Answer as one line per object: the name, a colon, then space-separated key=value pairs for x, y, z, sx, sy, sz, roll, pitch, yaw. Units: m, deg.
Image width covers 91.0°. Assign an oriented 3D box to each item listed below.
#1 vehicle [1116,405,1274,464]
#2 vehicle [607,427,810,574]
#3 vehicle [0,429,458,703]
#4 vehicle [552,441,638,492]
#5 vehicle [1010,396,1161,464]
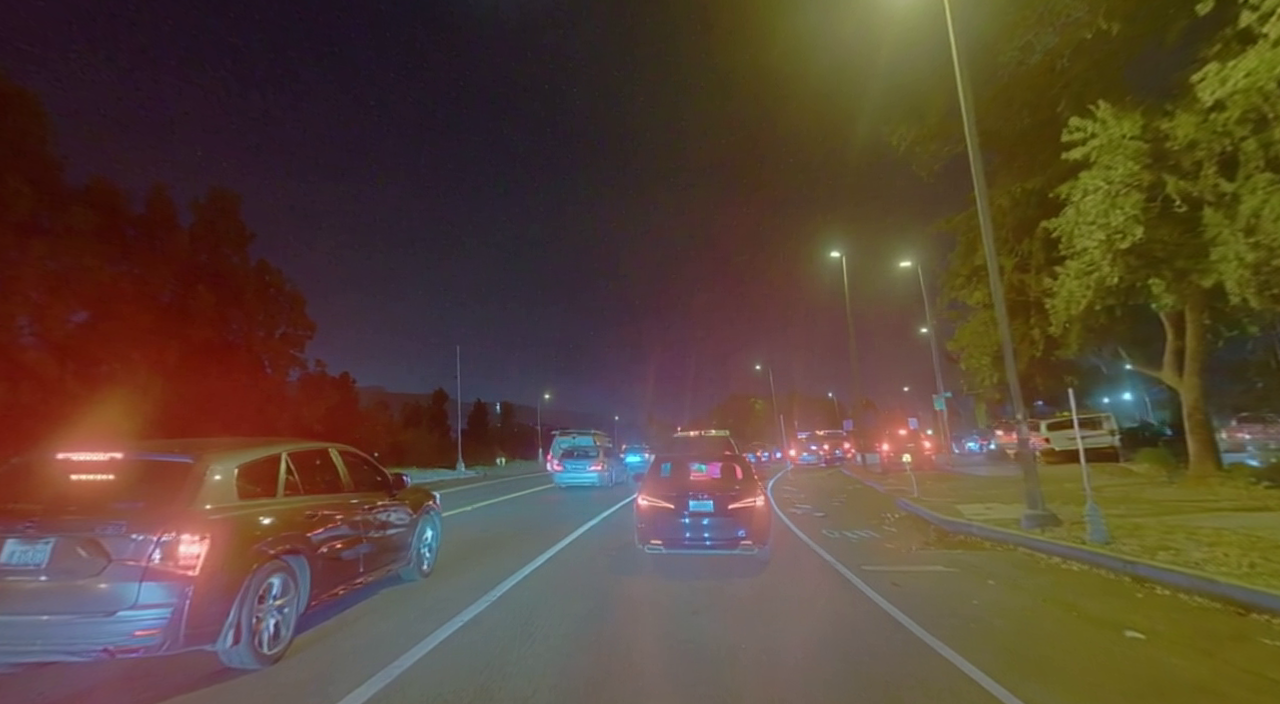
vehicle: x=17.247 y=2.627 z=19.876 sx=1.803 sy=1.518 sz=3.893 roll=-7 pitch=-9 yaw=10
vehicle: x=0.883 y=1.891 z=8.823 sx=2.142 sy=1.528 sz=4.133 roll=-1 pitch=-9 yaw=5
vehicle: x=-3.199 y=1.457 z=5.186 sx=1.940 sy=1.502 sz=4.241 roll=-1 pitch=-9 yaw=3
vehicle: x=-1.361 y=3.773 z=21.087 sx=1.870 sy=1.490 sz=4.187 roll=-2 pitch=-9 yaw=10
vehicle: x=14.215 y=2.615 z=20.511 sx=2.288 sy=1.933 sz=4.612 roll=-2 pitch=-9 yaw=13
